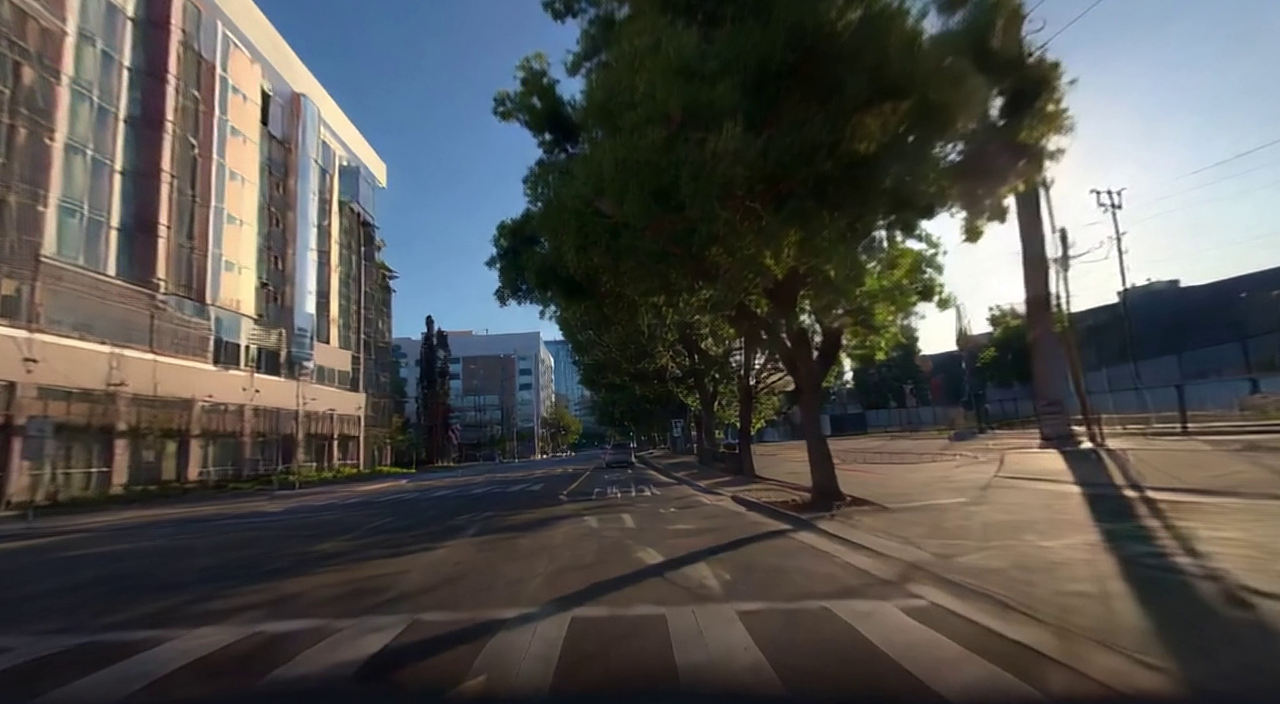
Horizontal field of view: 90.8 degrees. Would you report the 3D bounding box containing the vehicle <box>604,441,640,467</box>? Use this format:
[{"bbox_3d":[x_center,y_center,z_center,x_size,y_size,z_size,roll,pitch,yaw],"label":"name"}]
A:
[{"bbox_3d":[-1.117,6.253,39.006,2.131,1.474,4.146,0,-8,-2],"label":"vehicle"}]
